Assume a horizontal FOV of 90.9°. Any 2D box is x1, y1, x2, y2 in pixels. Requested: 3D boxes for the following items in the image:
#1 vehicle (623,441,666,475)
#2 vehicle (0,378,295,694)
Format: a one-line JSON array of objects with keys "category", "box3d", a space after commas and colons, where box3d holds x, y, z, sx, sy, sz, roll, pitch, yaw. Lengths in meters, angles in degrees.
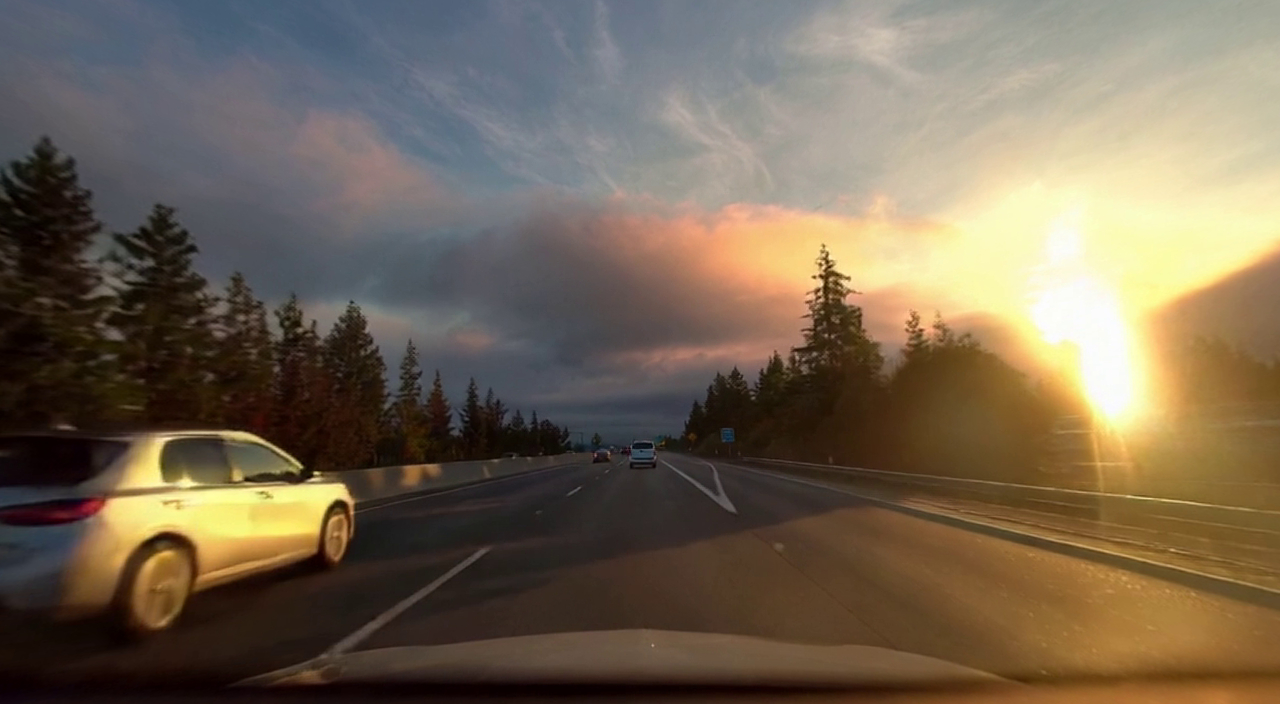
[{"category": "vehicle", "box3d": [0.237, 5.701, 34.067, 2.172, 1.687, 3.929, 0, -9, 0]}, {"category": "vehicle", "box3d": [-4.508, 1.090, 3.995, 2.078, 1.696, 4.437, 0, -9, 0]}]
